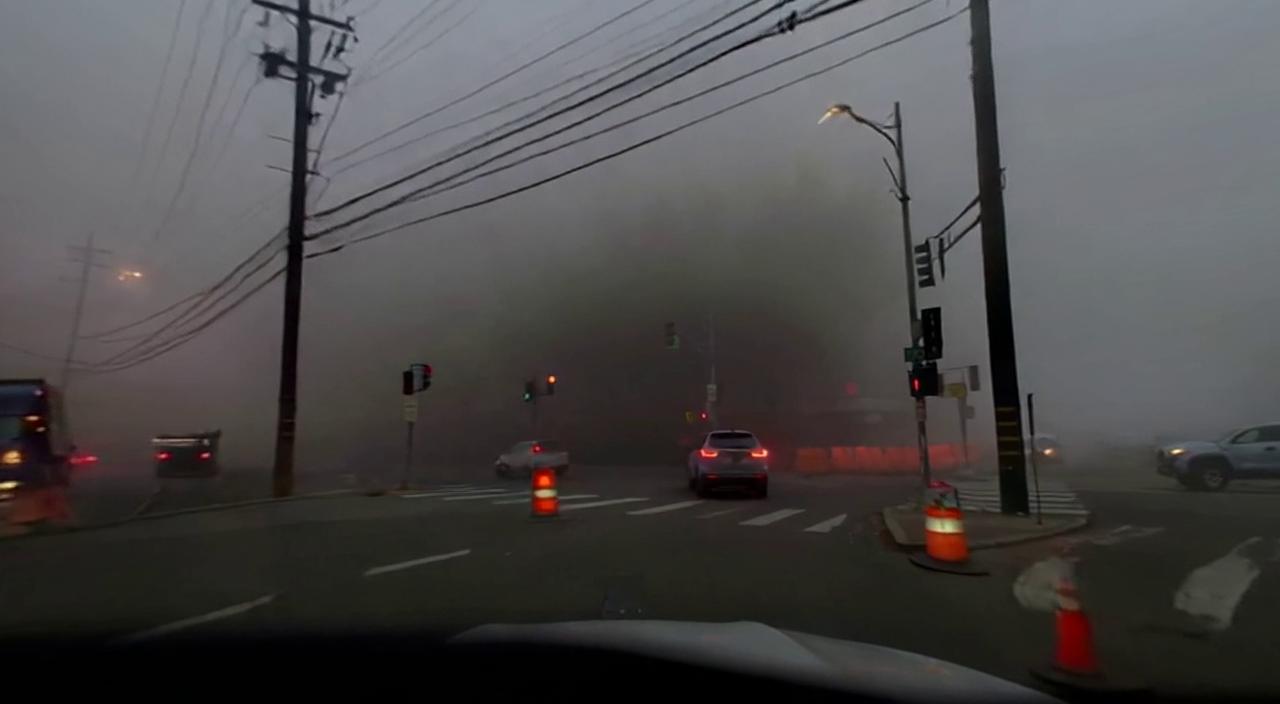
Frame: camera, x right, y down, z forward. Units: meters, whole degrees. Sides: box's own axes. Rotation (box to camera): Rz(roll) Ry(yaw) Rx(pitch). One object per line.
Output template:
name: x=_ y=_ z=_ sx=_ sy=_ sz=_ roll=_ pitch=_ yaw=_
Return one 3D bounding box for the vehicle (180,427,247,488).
vehicle: x=-20.153 y=4.963 z=30.017 sx=1.959 sy=2.654 sz=4.078 roll=4 pitch=-9 yaw=-26

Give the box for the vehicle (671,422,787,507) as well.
vehicle: x=2.097 y=2.867 z=16.653 sx=2.256 sy=1.859 sz=5.118 roll=0 pitch=-8 yaw=-1

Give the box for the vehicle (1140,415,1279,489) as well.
vehicle: x=16.533 y=2.615 z=16.633 sx=4.740 sy=1.802 sz=2.249 roll=-4 pitch=-9 yaw=25

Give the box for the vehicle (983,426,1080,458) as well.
vehicle: x=22.070 y=5.107 z=35.707 sx=4.382 sy=1.688 sz=1.937 roll=-6 pitch=-10 yaw=36

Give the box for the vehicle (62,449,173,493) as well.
vehicle: x=-23.191 y=5.252 z=28.333 sx=2.509 sy=1.731 sz=4.549 roll=3 pitch=-9 yaw=-23

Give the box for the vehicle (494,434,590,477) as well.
vehicle: x=-4.996 y=5.125 z=31.592 sx=2.206 sy=1.911 sz=5.548 roll=6 pitch=-10 yaw=-39
